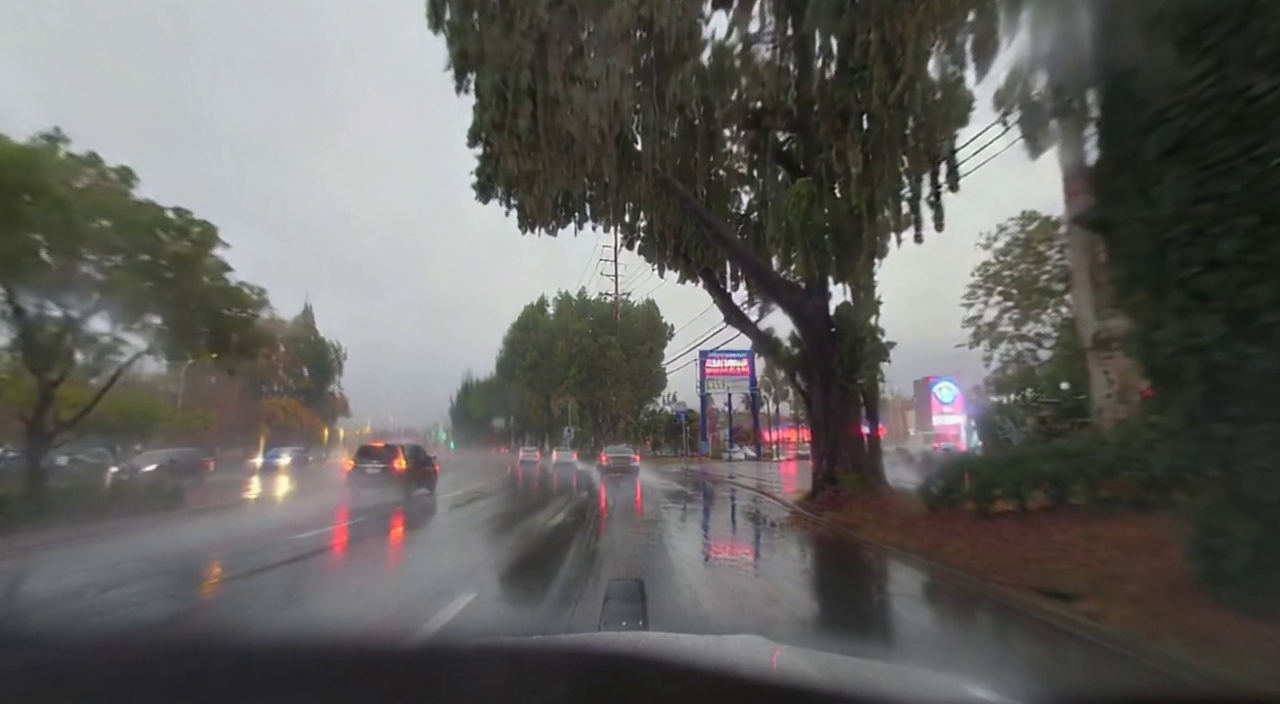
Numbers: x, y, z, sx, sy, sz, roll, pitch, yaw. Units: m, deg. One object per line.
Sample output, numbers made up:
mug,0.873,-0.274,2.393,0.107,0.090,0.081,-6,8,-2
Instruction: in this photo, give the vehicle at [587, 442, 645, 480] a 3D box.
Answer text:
vehicle,-1.111,4.632,26.974,2.130,1.476,4.453,1,-9,-6

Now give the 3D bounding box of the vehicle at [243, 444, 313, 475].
vehicle,-25.148,7.478,44.086,2.236,1.962,5.539,0,-9,-8

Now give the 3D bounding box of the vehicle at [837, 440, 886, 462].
vehicle,16.444,7.387,47.105,1.795,1.485,4.601,0,-9,-2

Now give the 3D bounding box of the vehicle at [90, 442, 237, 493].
vehicle,-18.997,4.610,25.560,2.118,1.853,5.012,1,-9,-2

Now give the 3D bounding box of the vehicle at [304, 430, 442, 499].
vehicle,-7.640,3.259,18.643,2.195,1.752,4.515,1,-9,-2
